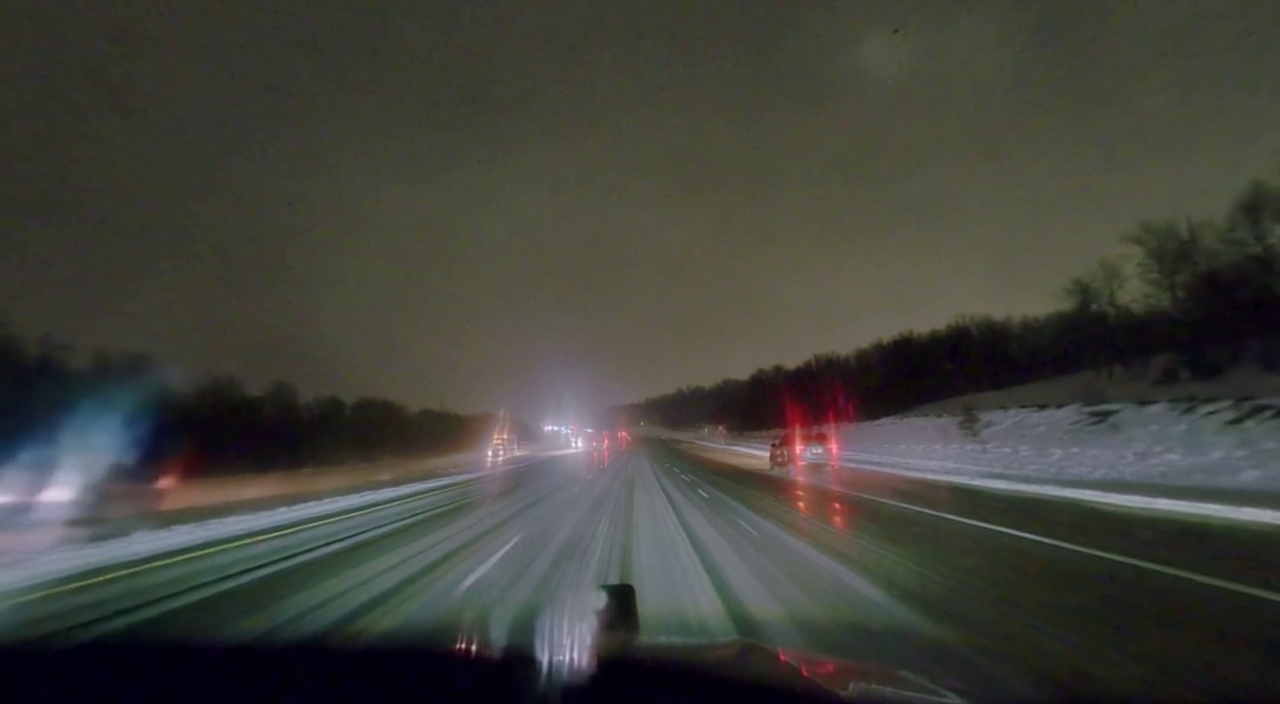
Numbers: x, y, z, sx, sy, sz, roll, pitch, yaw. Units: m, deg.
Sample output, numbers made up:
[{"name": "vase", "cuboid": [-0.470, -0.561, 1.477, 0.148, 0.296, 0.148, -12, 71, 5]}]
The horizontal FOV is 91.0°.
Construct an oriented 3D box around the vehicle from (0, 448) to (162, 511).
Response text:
[{"name": "vehicle", "cuboid": [-16.785, 3.619, 18.419, 1.970, 1.541, 4.610, 0, -8, 0]}]
